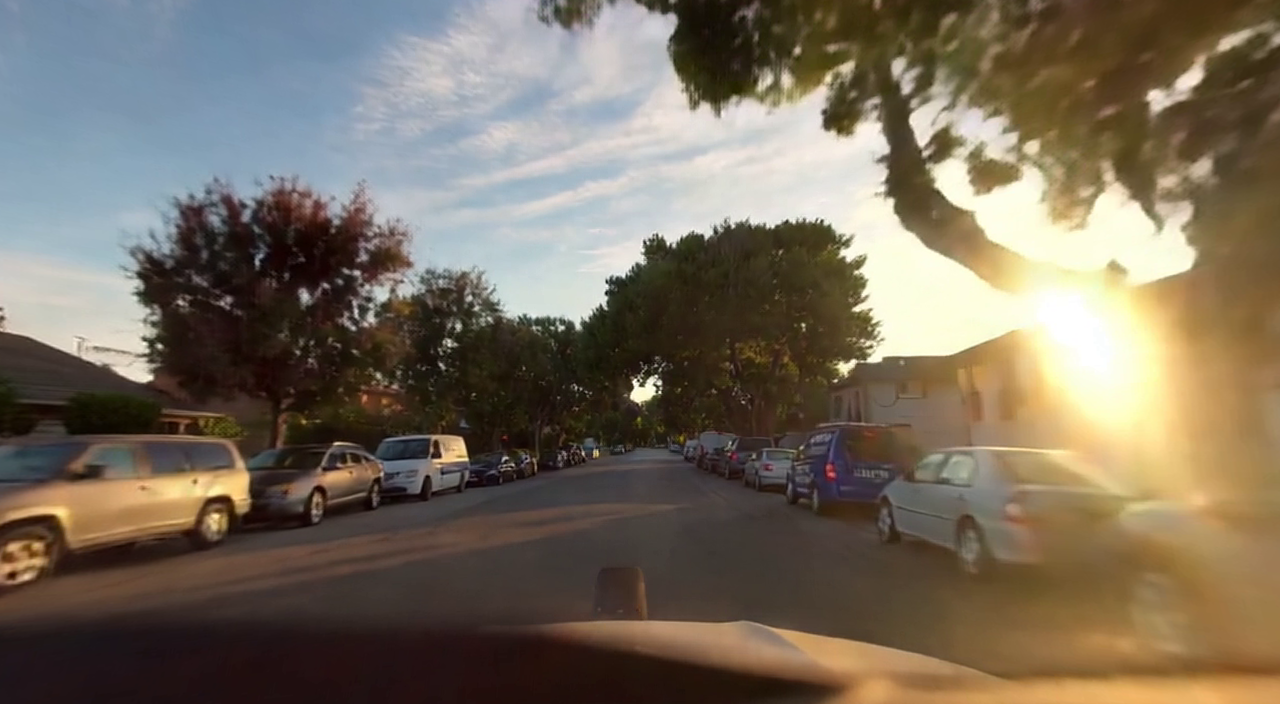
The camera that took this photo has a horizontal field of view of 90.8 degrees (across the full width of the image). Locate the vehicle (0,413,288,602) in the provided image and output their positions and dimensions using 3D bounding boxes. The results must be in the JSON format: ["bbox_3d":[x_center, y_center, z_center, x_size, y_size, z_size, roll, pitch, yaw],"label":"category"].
[{"bbox_3d":[-7.082,1.804,7.648,1.965,1.797,6.086,-3,-10,2],"label":"vehicle"}]

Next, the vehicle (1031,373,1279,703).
[{"bbox_3d":[4.021,0.853,2.305,1.903,1.714,5.092,0,-9,0],"label":"vehicle"}]

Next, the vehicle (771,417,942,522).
[{"bbox_3d":[4.351,2.463,13.776,1.985,1.819,5.163,0,-9,1],"label":"vehicle"}]

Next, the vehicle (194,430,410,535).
[{"bbox_3d":[-7.076,2.766,14.084,1.891,1.780,5.240,-3,-9,1],"label":"vehicle"}]

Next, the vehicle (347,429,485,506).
[{"bbox_3d":[-6.758,3.517,19.953,2.085,1.997,5.755,-2,-8,2],"label":"vehicle"}]
